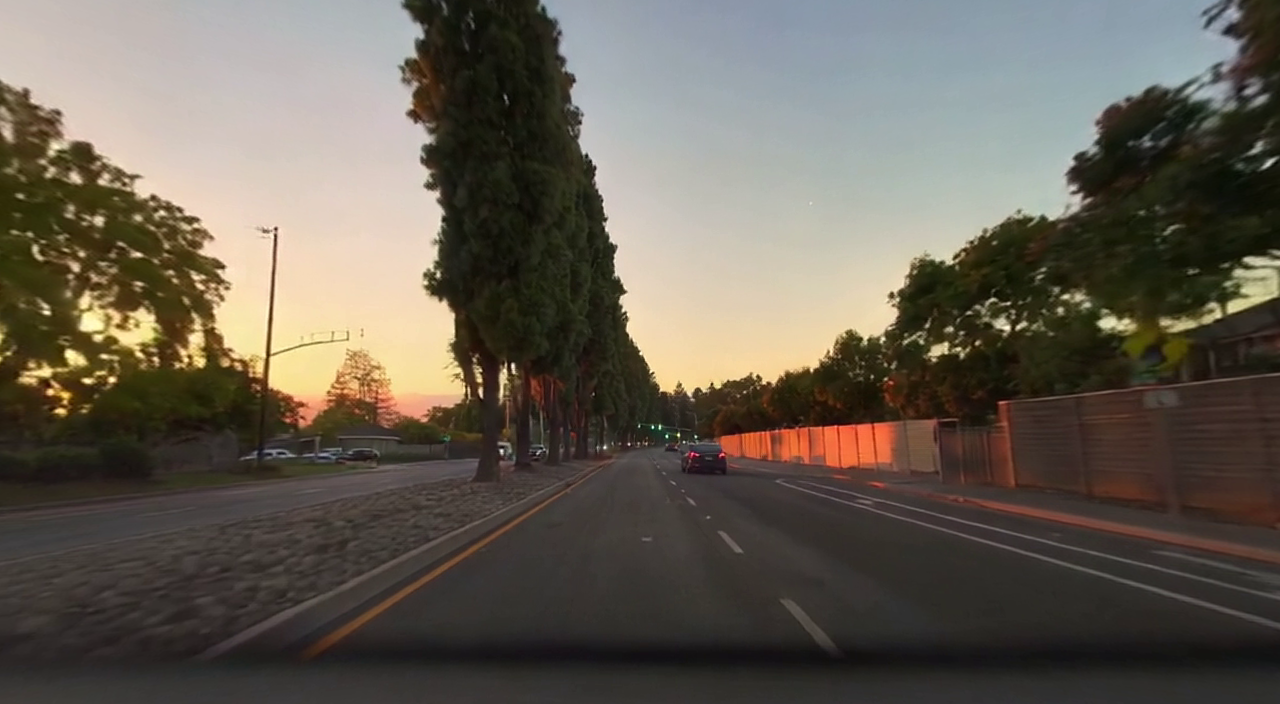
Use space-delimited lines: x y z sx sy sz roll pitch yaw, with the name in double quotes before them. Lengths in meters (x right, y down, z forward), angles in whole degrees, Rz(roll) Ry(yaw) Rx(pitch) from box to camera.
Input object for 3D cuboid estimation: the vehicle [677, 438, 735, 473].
"vehicle" 2.999 4.823 29.433 2.105 1.490 4.008 1 -8 -2
